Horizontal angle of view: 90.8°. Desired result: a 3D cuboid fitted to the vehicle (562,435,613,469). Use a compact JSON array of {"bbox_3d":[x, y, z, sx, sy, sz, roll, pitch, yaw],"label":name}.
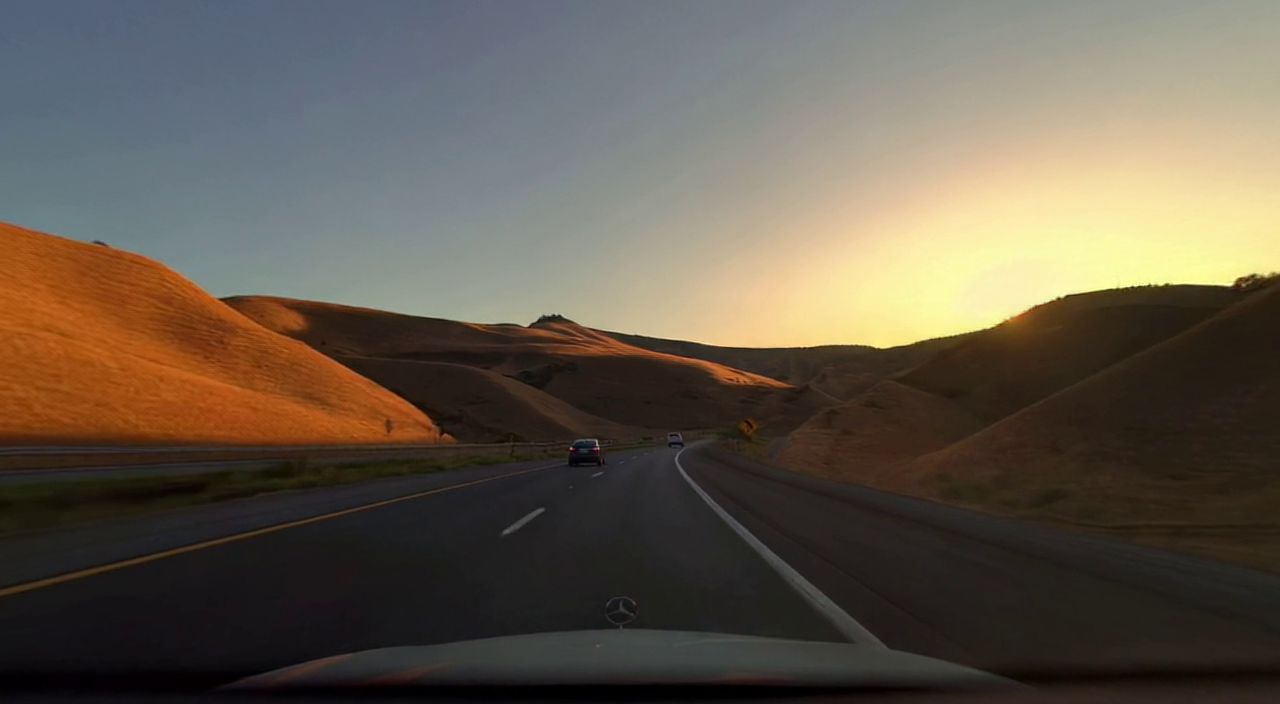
[{"bbox_3d":[-2.850,5.636,35.710,2.252,1.743,4.560,-1,-8,3],"label":"vehicle"}]
